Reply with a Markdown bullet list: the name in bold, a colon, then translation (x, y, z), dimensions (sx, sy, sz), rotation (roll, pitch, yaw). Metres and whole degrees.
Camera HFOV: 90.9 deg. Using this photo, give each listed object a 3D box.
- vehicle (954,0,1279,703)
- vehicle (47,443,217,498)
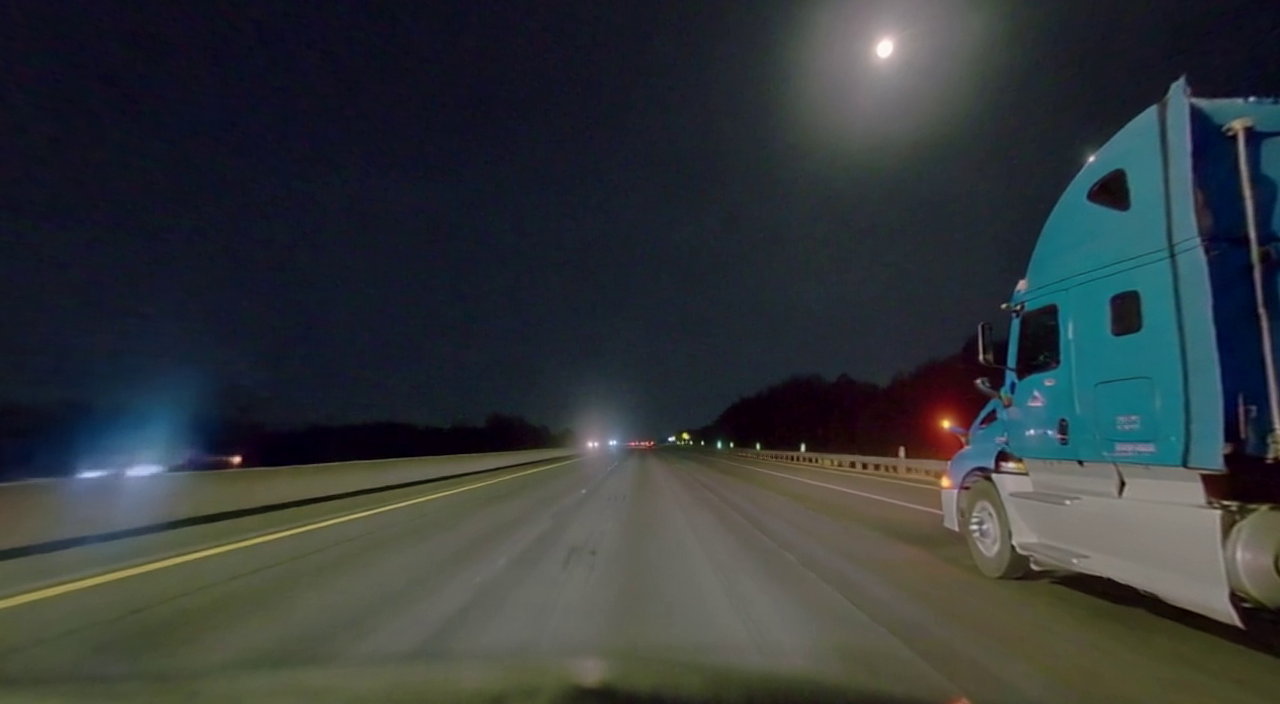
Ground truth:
- **vehicle**: translation (4.095, -0.553, 0.477), dimensions (3.012, 3.768, 8.945), rotation (0, -8, 0)
- **vehicle**: translation (-17.083, 3.967, 21.581), dimensions (2.023, 1.681, 4.449), rotation (0, -8, 1)
